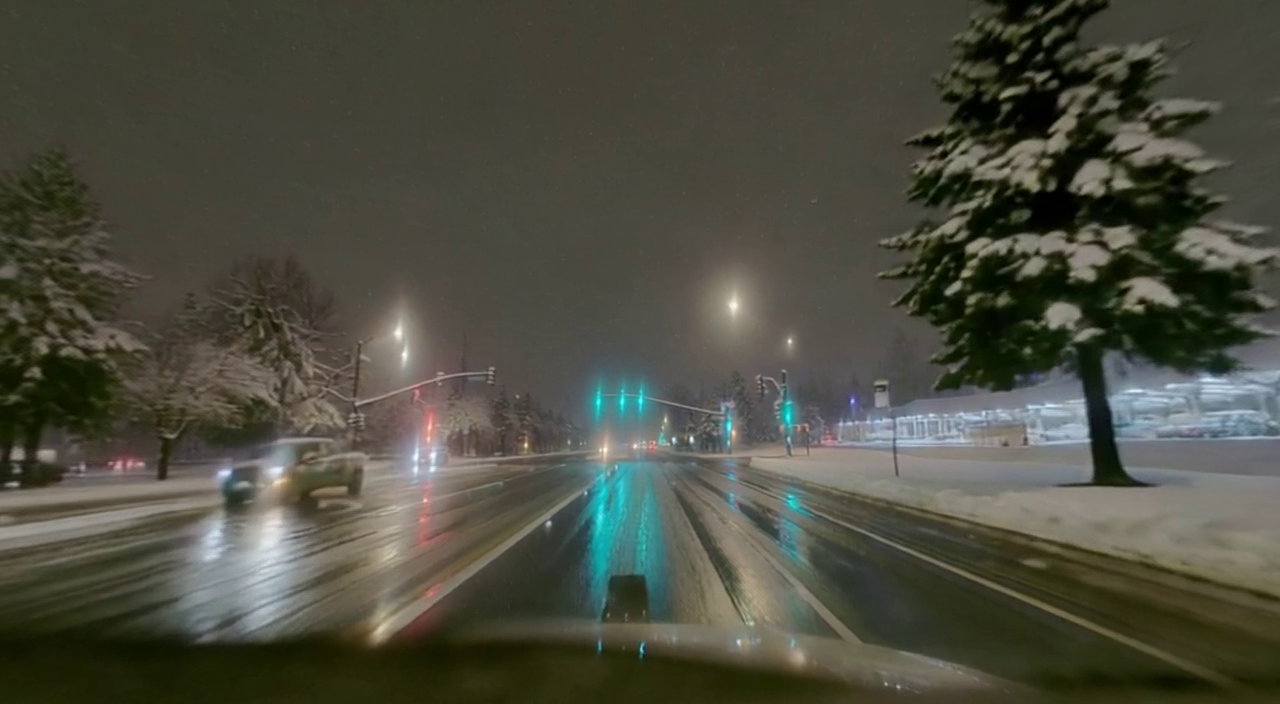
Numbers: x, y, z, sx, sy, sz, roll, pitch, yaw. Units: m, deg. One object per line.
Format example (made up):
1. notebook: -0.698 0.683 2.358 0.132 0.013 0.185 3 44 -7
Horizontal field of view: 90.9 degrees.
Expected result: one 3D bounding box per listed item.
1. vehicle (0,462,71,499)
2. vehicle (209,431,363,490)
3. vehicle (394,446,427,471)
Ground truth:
1. vehicle: -34.537 7.043 34.816 2.020 1.812 4.914 1 -8 -8
2. vehicle: -12.587 3.895 23.042 2.225 1.876 5.661 0 -8 2
3. vehicle: -17.088 7.860 46.771 1.999 1.710 4.228 4 -9 -23
